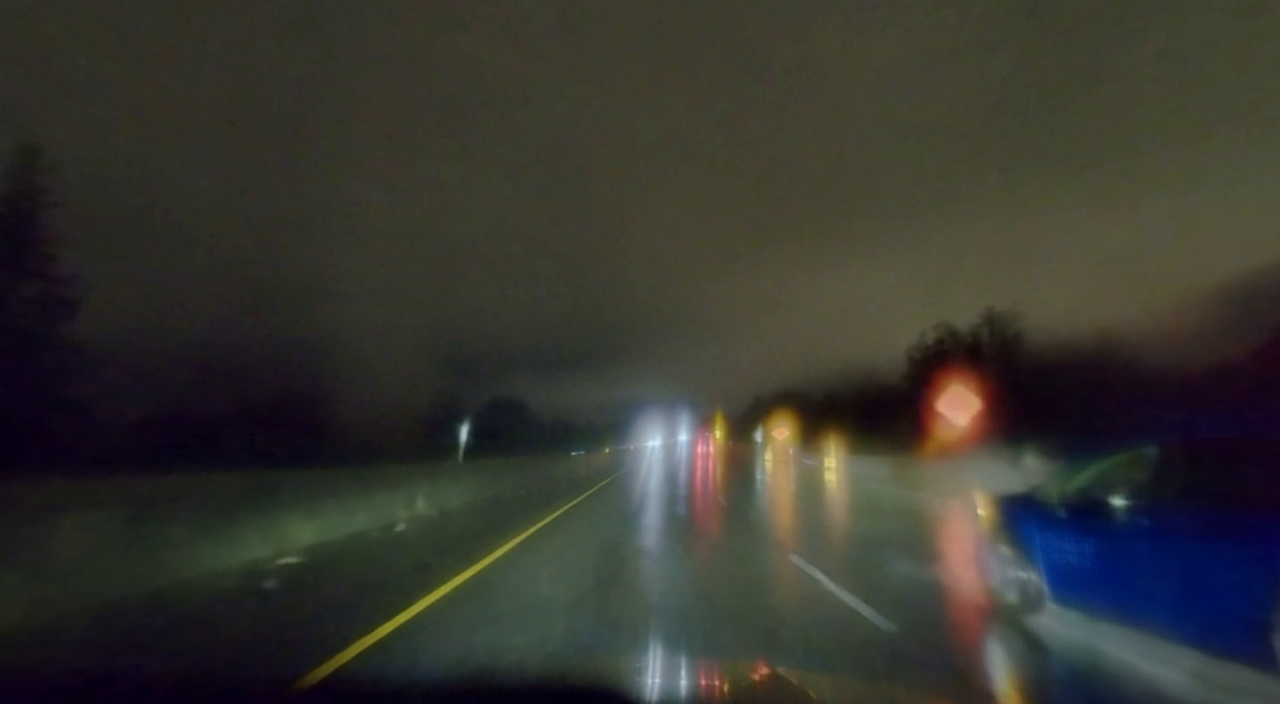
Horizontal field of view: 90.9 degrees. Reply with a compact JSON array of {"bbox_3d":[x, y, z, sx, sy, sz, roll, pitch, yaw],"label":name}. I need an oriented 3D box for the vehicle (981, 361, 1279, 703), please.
[{"bbox_3d":[4.152,0.980,3.448,2.143,1.730,4.303,0,-9,0],"label":"vehicle"}]
